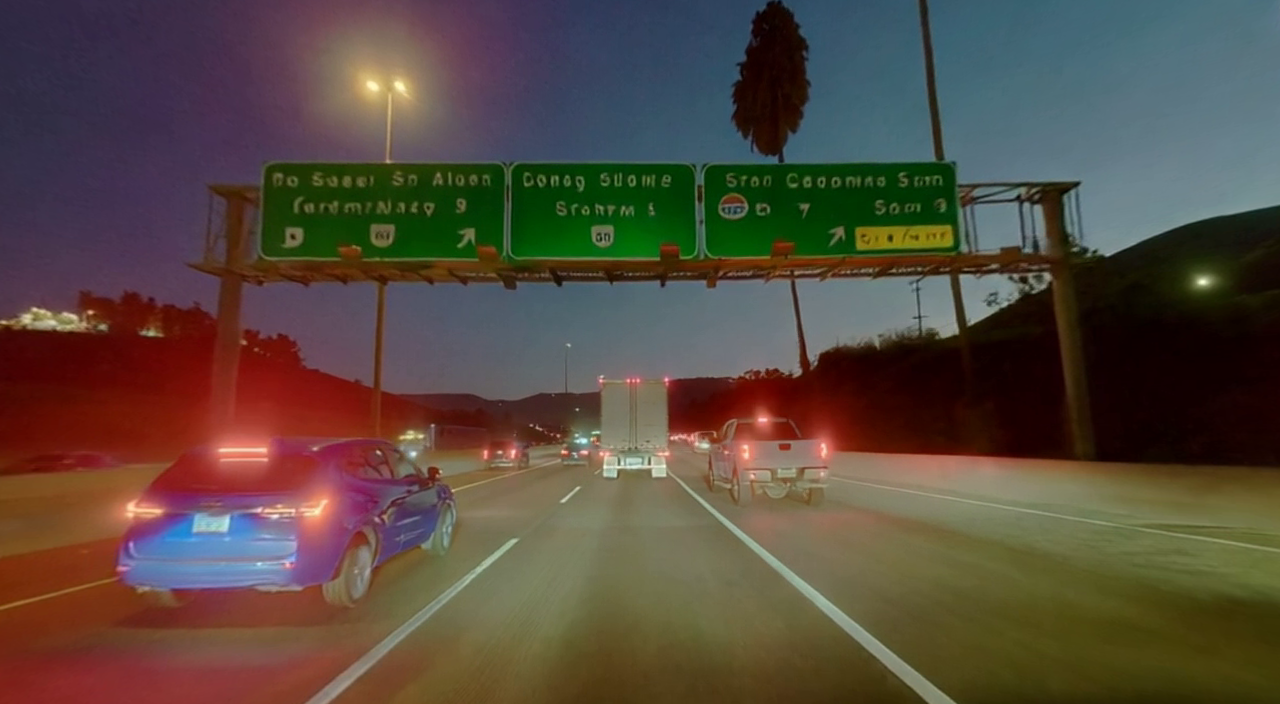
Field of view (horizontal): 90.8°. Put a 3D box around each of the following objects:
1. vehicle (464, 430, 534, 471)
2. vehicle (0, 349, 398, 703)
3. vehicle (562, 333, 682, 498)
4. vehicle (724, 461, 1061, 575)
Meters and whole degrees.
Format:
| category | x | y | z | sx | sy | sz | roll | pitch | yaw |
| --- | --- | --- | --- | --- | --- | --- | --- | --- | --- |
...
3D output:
| category | x | y | z | sx | sy | sz | roll | pitch | yaw |
| --- | --- | --- | --- | --- | --- | --- | --- | --- | --- |
| vehicle | -7.155 | 5.099 | 32.778 | 2.344 | 1.954 | 5.579 | 0 | -9 | 0 |
| vehicle | -3.220 | 1.073 | 3.823 | 1.885 | 1.654 | 4.103 | 0 | -9 | 0 |
| vehicle | -0.403 | 2.328 | 20.822 | 2.906 | 4.040 | 10.743 | 0 | -9 | 0 |
| vehicle | 2.994 | 2.197 | 9.350 | 2.635 | 1.036 | 5.568 | 0 | -9 | -1 |
